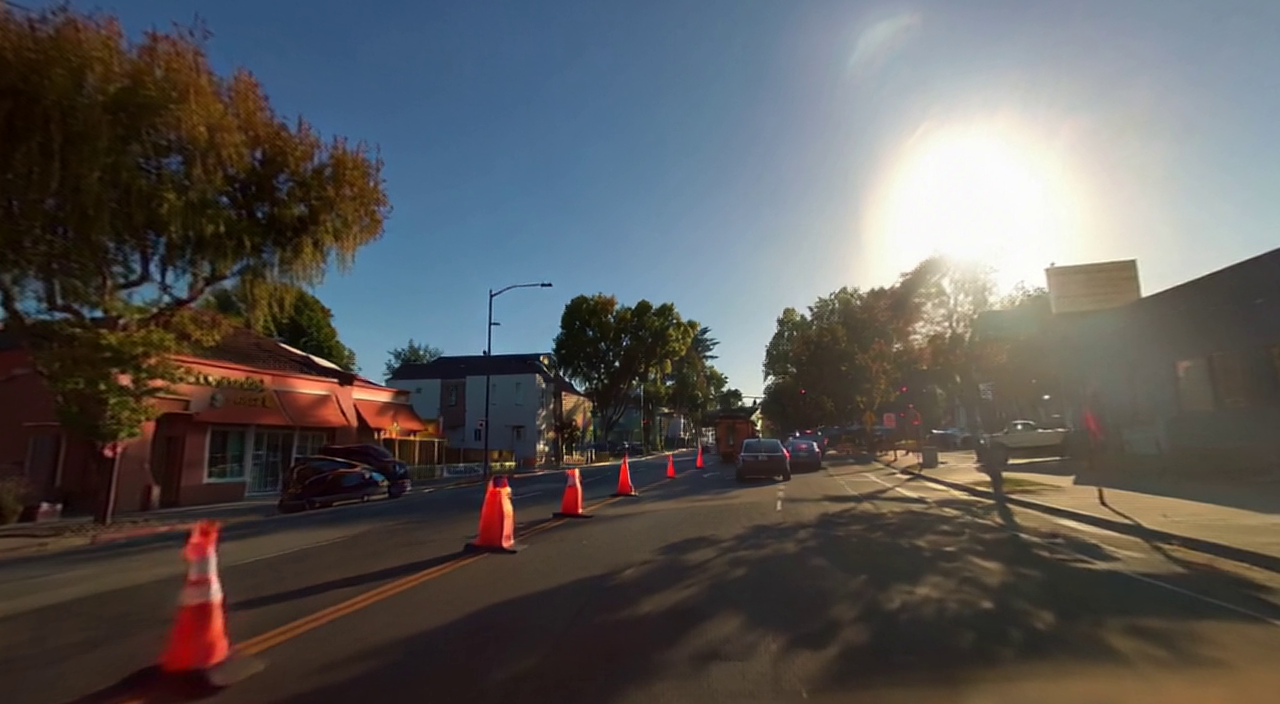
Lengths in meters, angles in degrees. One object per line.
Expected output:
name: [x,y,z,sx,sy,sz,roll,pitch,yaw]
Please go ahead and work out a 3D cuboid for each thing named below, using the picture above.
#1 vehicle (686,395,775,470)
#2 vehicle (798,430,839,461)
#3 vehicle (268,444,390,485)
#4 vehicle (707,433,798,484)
vehicle: [5.305,4.508,34.360,2.977,3.271,12.748,-3,-9,16]
vehicle: [12.075,6.311,42.570,2.110,1.942,4.376,-4,-9,22]
vehicle: [-13.542,4.879,27.618,4.397,1.698,1.932,-2,-9,12]
vehicle: [3.630,3.519,21.188,2.159,1.506,4.086,0,-8,-2]
